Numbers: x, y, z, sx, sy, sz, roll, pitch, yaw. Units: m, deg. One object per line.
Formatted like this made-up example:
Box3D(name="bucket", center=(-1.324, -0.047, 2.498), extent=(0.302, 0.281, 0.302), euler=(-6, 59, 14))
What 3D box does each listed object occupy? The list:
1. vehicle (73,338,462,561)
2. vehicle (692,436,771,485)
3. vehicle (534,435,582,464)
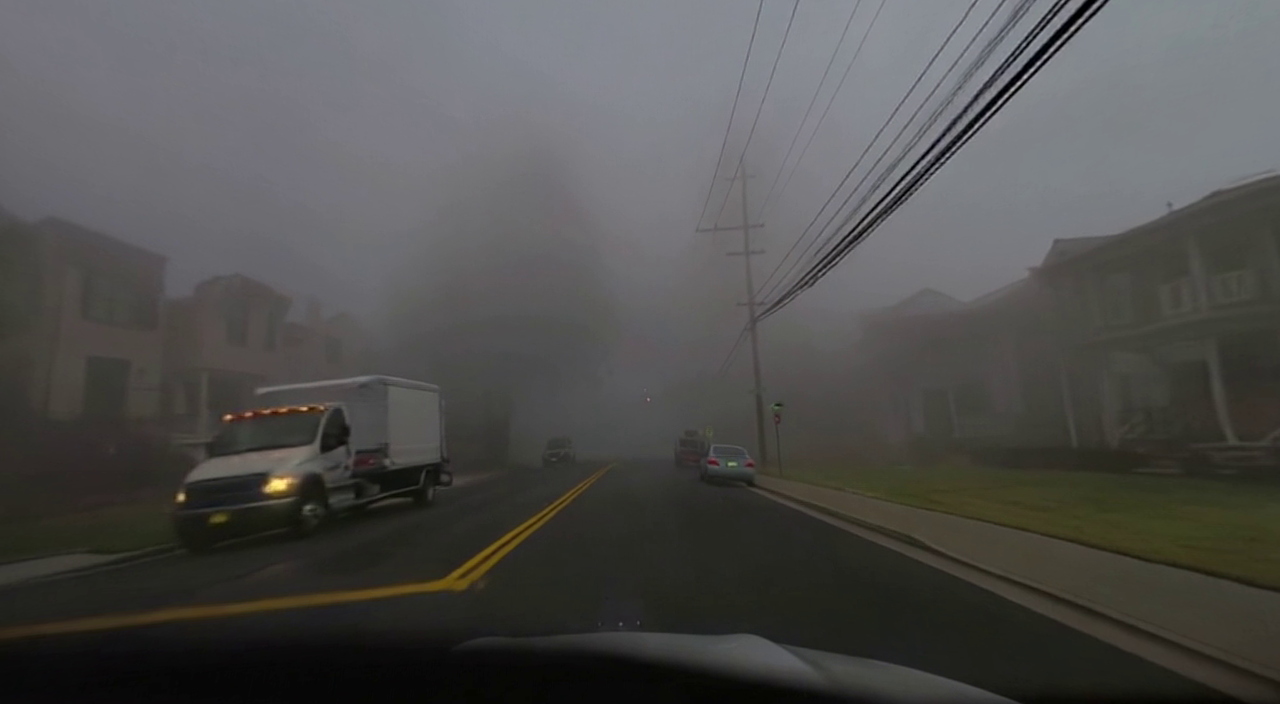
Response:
Box3D(name="vehicle", center=(-6.544, 1.936, 13.217), extent=(3.197, 3.187, 7.847), euler=(-2, -8, 2))
Box3D(name="vehicle", center=(2.980, 3.658, 21.617), extent=(1.890, 1.463, 4.952), euler=(0, -8, -1))
Box3D(name="vehicle", center=(-5.893, 7.124, 46.319), extent=(2.427, 1.998, 5.239), euler=(-1, -8, 4))
